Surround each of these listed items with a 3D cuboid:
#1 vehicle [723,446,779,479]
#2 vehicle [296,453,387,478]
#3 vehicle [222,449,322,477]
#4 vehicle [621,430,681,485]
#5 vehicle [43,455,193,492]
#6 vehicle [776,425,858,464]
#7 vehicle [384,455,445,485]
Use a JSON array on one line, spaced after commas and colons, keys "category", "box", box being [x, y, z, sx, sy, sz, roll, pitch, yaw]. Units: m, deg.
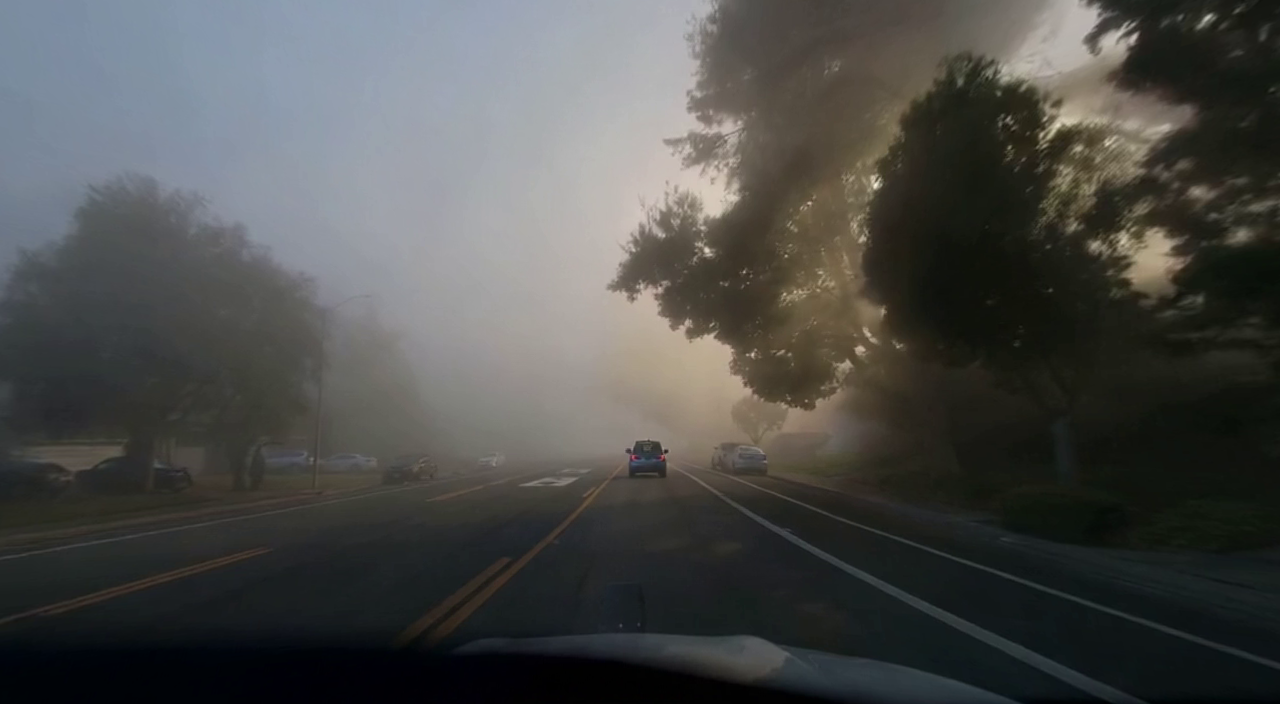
[{"category": "vehicle", "box": [5.236, 5.246, 30.308, 1.902, 1.472, 4.139, 0, -8, -1]}, {"category": "vehicle", "box": [-18.899, 7.193, 40.136, 4.801, 1.478, 1.883, 0, -9, -2]}, {"category": "vehicle", "box": [-24.507, 7.394, 42.217, 5.278, 1.780, 2.246, 0, -8, 0]}, {"category": "vehicle", "box": [0.402, 4.160, 25.245, 2.153, 1.942, 4.767, 0, -8, 0]}, {"category": "vehicle", "box": [-22.098, 5.156, 26.866, 4.644, 1.459, 1.997, 0, -8, 2]}, {"category": "vehicle", "box": [12.157, 6.367, 43.612, 4.855, 2.572, 2.358, -1, -8, -1]}, {"category": "vehicle", "box": [-12.098, 6.337, 34.170, 1.920, 1.476, 3.826, 0, -8, -1]}]
